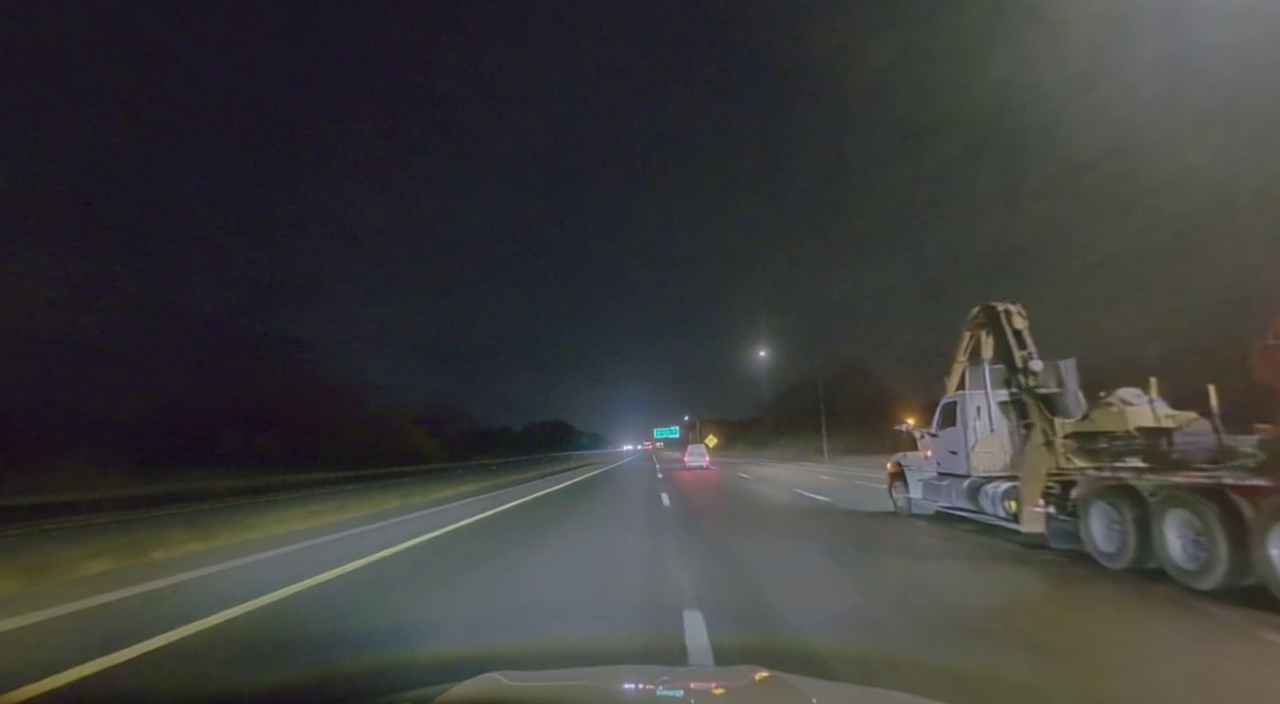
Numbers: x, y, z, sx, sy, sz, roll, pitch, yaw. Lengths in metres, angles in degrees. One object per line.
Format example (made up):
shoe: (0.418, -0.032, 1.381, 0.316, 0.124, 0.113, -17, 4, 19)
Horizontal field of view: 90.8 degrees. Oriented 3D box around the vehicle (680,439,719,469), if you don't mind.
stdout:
vehicle: (4.157, 7.320, 45.276, 2.309, 2.003, 5.139, 0, -9, 0)
